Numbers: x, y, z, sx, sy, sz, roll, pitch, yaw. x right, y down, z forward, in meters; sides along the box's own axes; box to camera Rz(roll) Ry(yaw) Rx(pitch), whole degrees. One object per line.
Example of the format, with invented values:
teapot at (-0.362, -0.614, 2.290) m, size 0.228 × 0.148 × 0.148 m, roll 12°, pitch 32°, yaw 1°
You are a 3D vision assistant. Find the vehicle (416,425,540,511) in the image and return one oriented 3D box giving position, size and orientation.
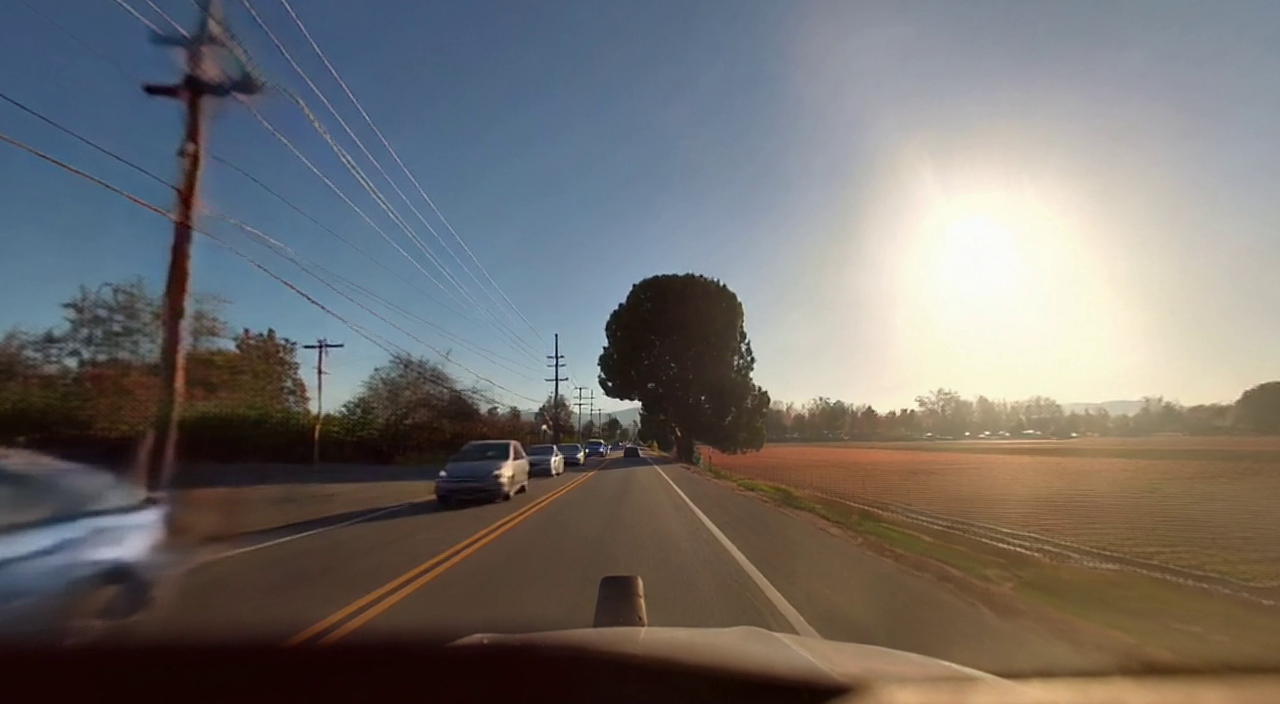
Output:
vehicle at (-4.219, 3.066, 17.278) m, size 2.261 × 1.901 × 4.549 m, roll -3°, pitch -8°, yaw -1°

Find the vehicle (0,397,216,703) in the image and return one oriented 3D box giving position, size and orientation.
vehicle at (-4.254, 1.048, 2.589) m, size 2.070 × 1.665 × 4.554 m, roll -3°, pitch -8°, yaw -3°
